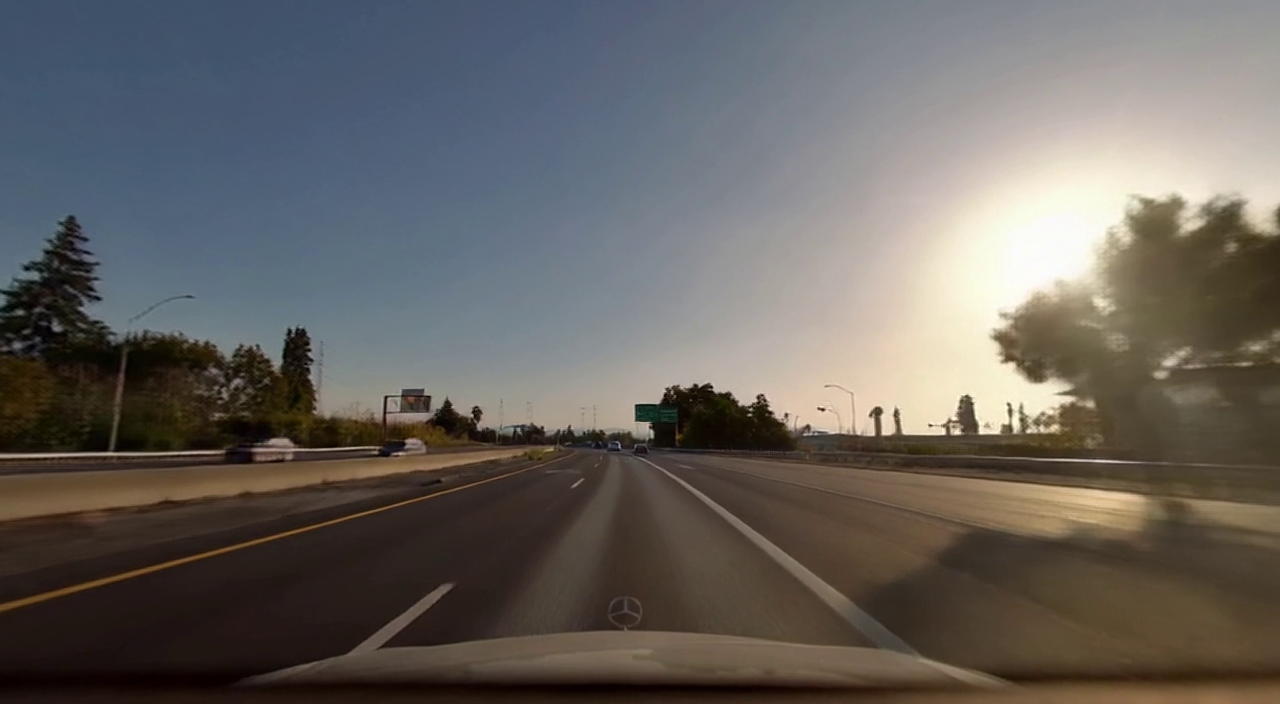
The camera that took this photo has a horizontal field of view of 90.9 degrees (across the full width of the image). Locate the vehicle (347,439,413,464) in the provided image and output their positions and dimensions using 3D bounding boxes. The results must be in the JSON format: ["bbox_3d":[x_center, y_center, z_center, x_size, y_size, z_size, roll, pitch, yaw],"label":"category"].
[{"bbox_3d":[-16.566,6.357,40.440,2.132,1.496,5.069,0,-8,-1],"label":"vehicle"}]

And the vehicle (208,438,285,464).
[{"bbox_3d":[-25.541,6.439,41.165,2.064,1.592,4.701,0,-8,-1],"label":"vehicle"}]
